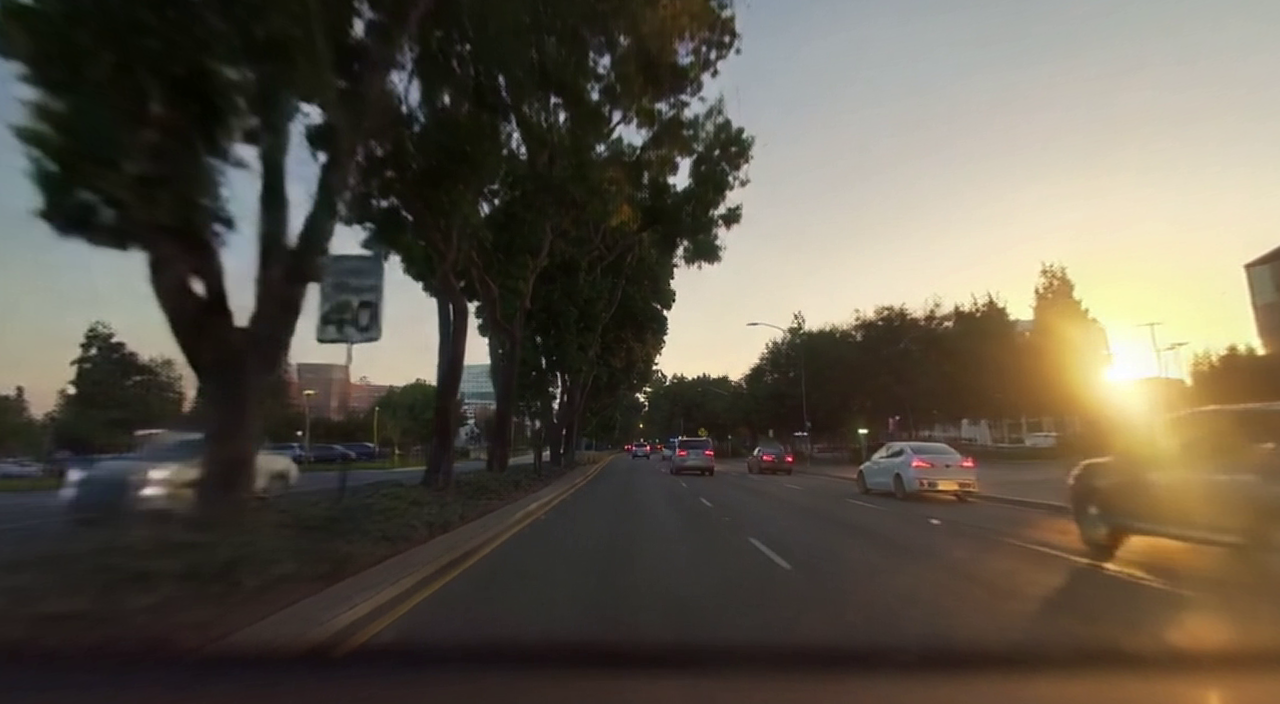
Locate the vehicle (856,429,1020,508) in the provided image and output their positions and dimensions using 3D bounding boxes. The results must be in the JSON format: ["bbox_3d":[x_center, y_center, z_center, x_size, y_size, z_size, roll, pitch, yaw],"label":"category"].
[{"bbox_3d":[7.253,2.866,15.955,2.025,1.719,4.161,0,-8,-1],"label":"vehicle"}]

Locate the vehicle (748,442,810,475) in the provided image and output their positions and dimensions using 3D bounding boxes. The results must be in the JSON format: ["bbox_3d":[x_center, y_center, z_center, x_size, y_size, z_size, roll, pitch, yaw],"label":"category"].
[{"bbox_3d":[6.905,5.318,31.853,2.029,1.548,4.422,0,-8,-1],"label":"vehicle"}]

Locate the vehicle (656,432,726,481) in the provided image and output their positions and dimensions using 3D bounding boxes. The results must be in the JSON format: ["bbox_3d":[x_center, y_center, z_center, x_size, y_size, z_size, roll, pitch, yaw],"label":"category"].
[{"bbox_3d":[1.931,4.180,25.502,2.227,1.794,4.457,0,-8,-3],"label":"vehicle"}]

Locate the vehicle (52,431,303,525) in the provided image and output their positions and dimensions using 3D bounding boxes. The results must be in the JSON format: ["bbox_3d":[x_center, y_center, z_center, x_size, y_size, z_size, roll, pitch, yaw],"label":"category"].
[{"bbox_3d":[-9.696,2.646,13.877,1.999,1.711,4.541,0,-8,1],"label":"vehicle"}]

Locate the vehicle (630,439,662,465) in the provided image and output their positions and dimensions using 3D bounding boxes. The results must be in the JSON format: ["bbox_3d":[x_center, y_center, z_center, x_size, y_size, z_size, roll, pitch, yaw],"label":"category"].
[{"bbox_3d":[0.429,6.976,44.065,2.132,1.693,3.819,0,-8,1],"label":"vehicle"}]

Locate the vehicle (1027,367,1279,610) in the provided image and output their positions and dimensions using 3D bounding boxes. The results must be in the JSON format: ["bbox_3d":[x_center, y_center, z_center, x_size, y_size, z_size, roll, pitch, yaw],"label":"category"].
[{"bbox_3d":[6.772,1.403,6.831,2.382,2.108,4.182,1,-9,-2],"label":"vehicle"}]
